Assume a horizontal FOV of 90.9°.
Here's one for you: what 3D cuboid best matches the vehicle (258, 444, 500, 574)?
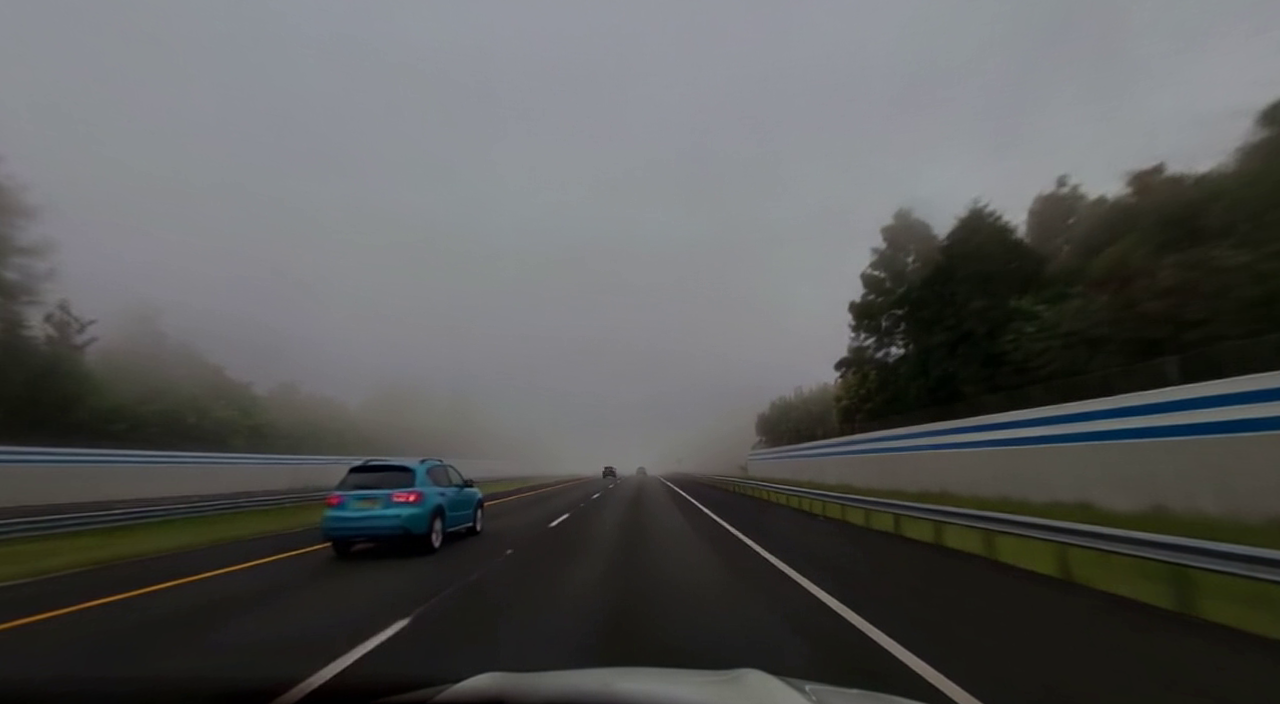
[{"bbox_3d":[-3.594,2.256,9.595,1.985,1.515,3.839,1,-11,0],"label":"vehicle"}]
